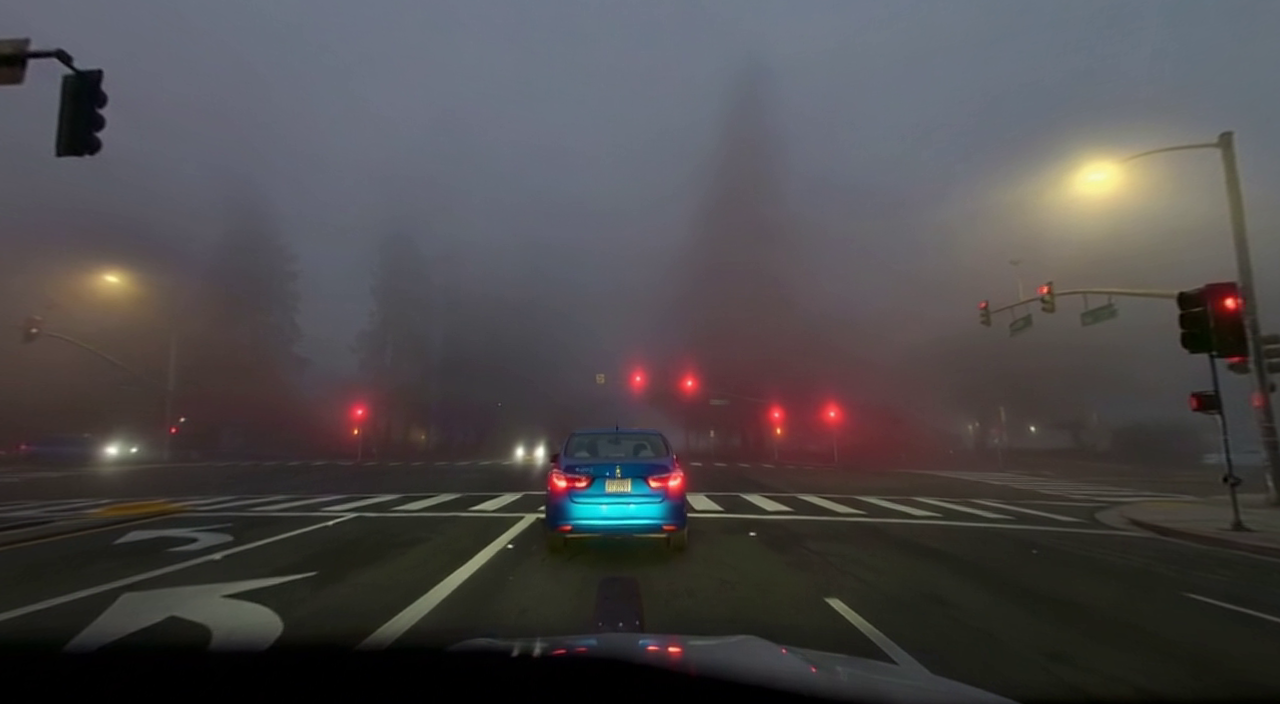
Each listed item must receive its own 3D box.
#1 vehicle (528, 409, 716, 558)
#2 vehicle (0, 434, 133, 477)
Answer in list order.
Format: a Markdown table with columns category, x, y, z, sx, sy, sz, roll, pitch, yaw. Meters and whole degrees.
| category | x | y | z | sx | sy | sz | roll | pitch | yaw |
| --- | --- | --- | --- | --- | --- | --- | --- | --- | --- |
| vehicle | -0.235 | 1.742 | 9.002 | 2.066 | 1.618 | 3.922 | 0 | -8 | -1 |
| vehicle | -25.232 | 4.453 | 27.210 | 4.912 | 1.731 | 2.022 | 0 | -8 | -1 |
